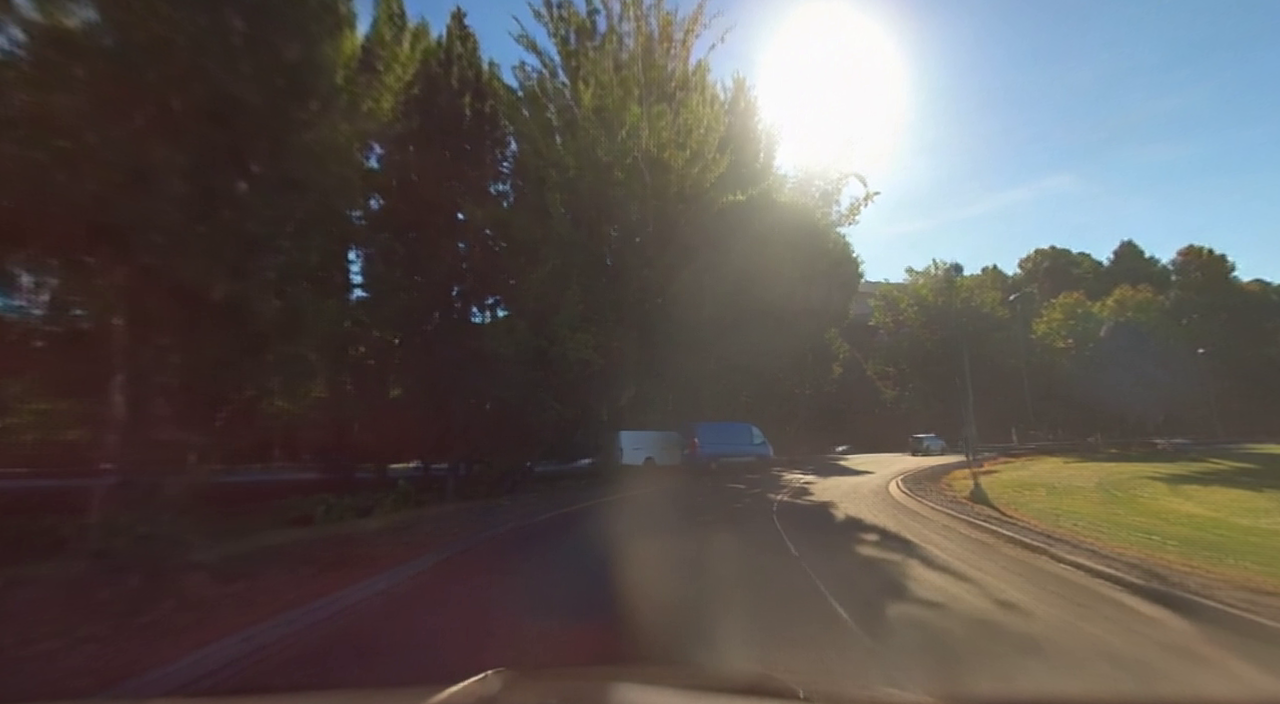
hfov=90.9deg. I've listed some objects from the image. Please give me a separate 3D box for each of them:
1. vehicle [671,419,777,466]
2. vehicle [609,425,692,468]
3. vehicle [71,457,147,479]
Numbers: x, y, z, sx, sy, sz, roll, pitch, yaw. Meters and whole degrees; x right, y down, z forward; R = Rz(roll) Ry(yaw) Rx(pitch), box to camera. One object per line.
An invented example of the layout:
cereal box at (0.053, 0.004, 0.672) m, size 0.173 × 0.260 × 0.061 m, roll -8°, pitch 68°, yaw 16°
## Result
vehicle at (5.754, 6.080, 42.730) m, size 7.155 × 2.942 × 2.420 m, roll 5°, pitch -9°, yaw -31°
vehicle at (0.679, 5.915, 39.623) m, size 4.784 × 2.535 × 2.203 m, roll 5°, pitch -9°, yaw -31°
vehicle at (-36.903, 8.052, 43.908) m, size 3.700 × 1.388 × 1.788 m, roll 4°, pitch -9°, yaw -29°
